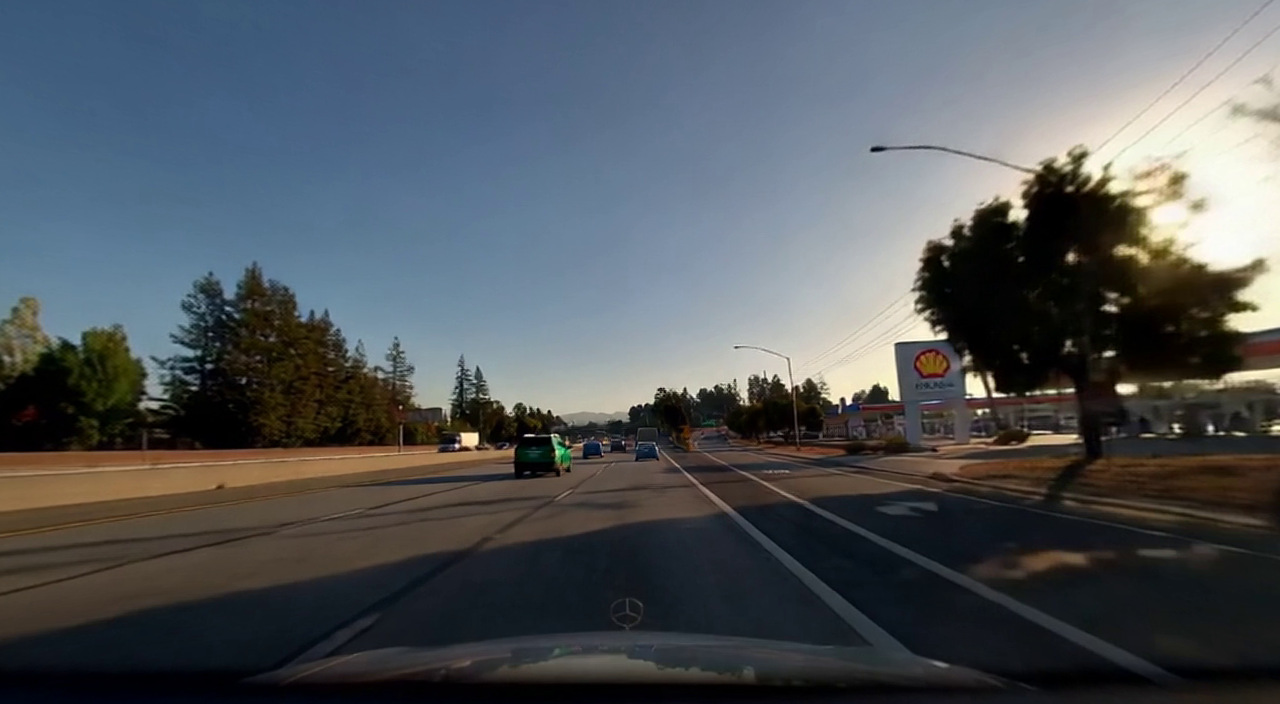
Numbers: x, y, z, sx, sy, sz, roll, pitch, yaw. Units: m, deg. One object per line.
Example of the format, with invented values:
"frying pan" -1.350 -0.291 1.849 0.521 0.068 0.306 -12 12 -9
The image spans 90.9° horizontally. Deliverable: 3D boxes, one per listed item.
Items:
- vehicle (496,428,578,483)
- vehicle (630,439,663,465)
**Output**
"vehicle" -3.827 3.930 24.256 2.273 1.884 4.515 0 -8 1
"vehicle" 0.349 6.220 39.508 1.982 1.524 3.800 0 -8 -1
